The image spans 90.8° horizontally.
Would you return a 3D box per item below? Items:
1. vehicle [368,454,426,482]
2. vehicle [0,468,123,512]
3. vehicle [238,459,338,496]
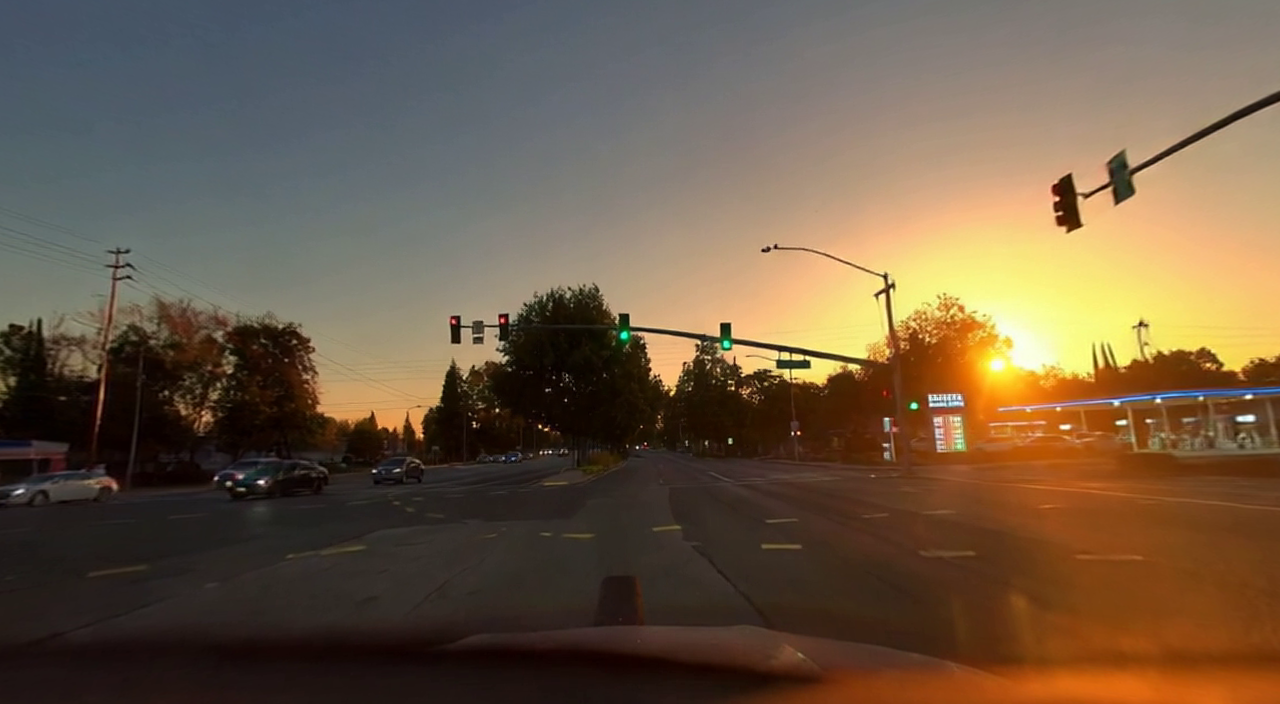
[{"bbox_3d":[-15.480,7.396,40.450,2.053,1.598,4.336,0,-9,-1],"label":"vehicle"},{"bbox_3d":[-24.530,5.687,26.435,1.895,1.483,4.790,0,-9,-3],"label":"vehicle"},{"bbox_3d":[-15.340,5.464,27.844,1.920,1.434,4.328,0,-9,0],"label":"vehicle"}]
